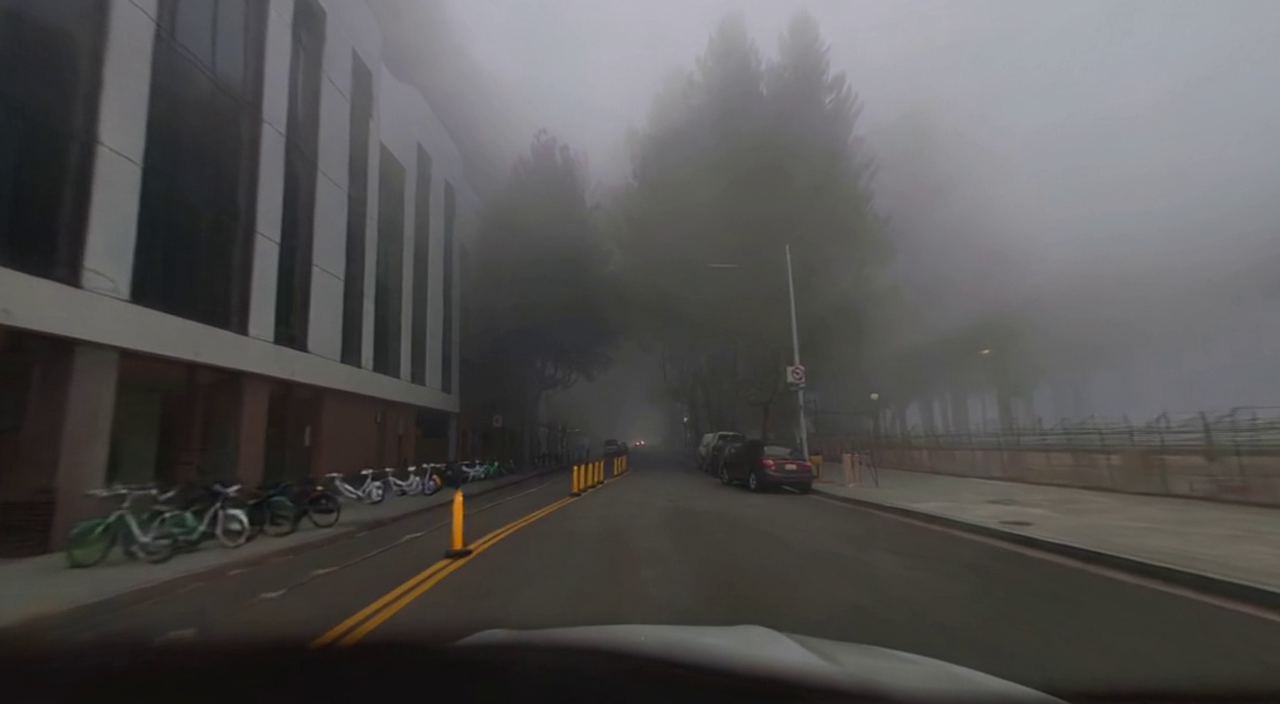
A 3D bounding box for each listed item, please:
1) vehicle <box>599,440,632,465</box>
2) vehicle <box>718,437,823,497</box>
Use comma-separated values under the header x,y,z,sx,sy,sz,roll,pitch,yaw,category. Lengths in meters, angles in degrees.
x,y,z,sx,sy,sz,roll,pitch,yaw,category
-1.575,6.615,41.683,2.035,1.506,4.075,-1,-8,-1,vehicle
3.601,3.242,18.287,2.020,1.448,4.220,-1,-8,-1,vehicle
